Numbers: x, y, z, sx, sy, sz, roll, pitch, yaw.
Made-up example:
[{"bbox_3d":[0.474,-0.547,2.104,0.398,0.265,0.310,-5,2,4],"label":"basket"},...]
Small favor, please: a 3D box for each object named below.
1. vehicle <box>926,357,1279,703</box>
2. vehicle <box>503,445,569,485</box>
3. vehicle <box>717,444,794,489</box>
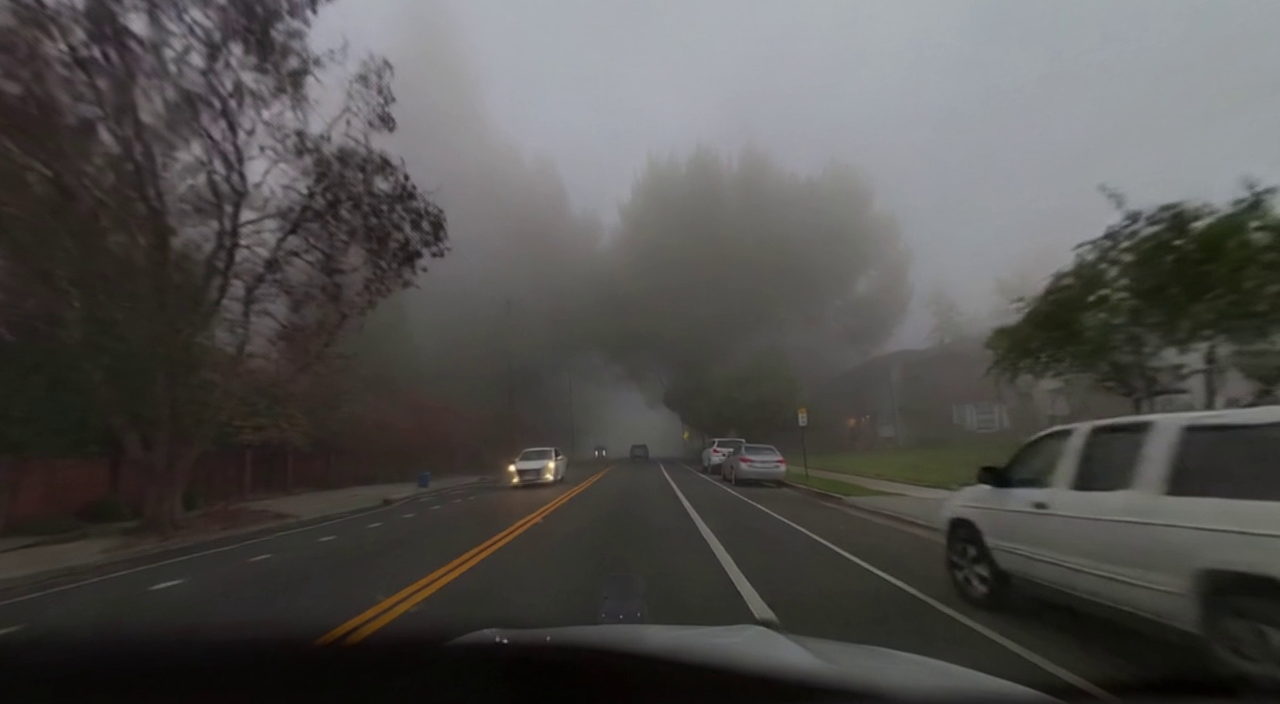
[{"bbox_3d":[3.865,1.050,3.826,2.087,1.725,4.986,-1,-8,2],"label":"vehicle"},{"bbox_3d":[-4.259,4.691,26.592,1.960,1.521,4.397,0,-8,1],"label":"vehicle"},{"bbox_3d":[4.024,4.044,22.759,1.874,1.415,4.683,0,-8,0],"label":"vehicle"}]
